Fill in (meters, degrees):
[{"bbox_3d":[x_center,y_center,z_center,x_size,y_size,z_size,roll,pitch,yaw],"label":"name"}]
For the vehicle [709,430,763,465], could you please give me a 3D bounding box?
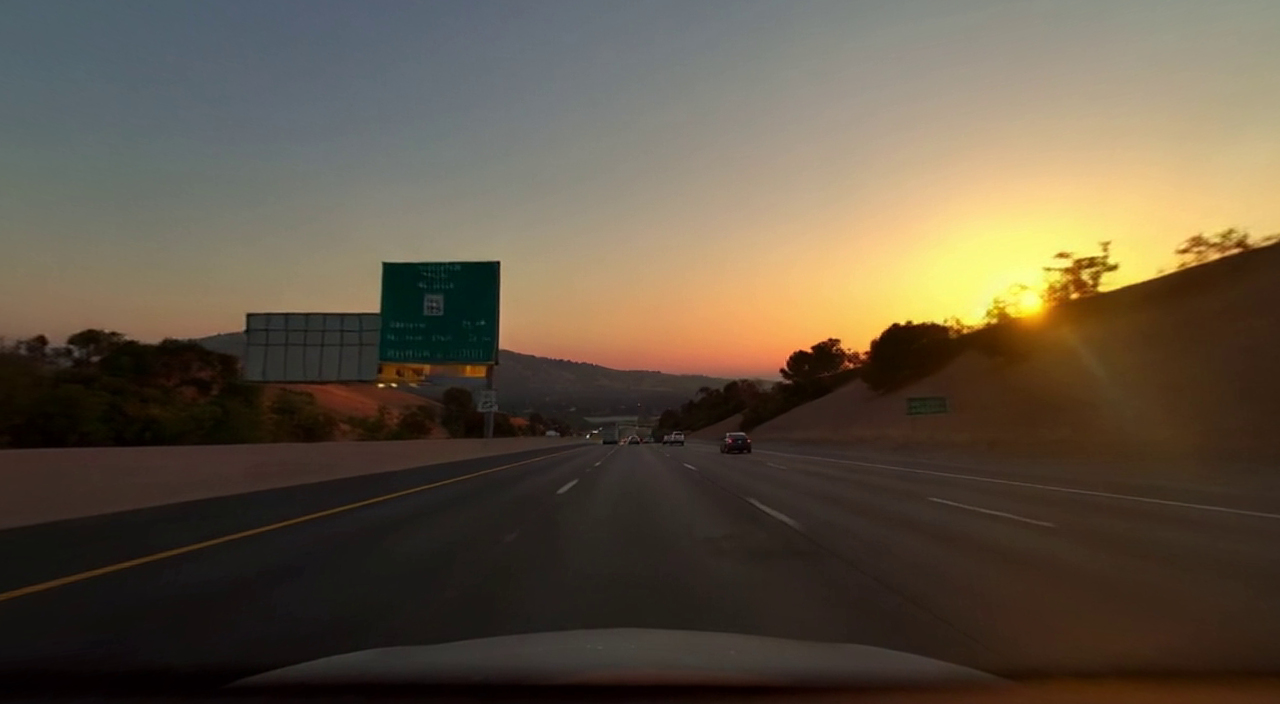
[{"bbox_3d":[4.348,4.379,28.970,1.802,1.492,3.804,0,-8,-1],"label":"vehicle"}]
